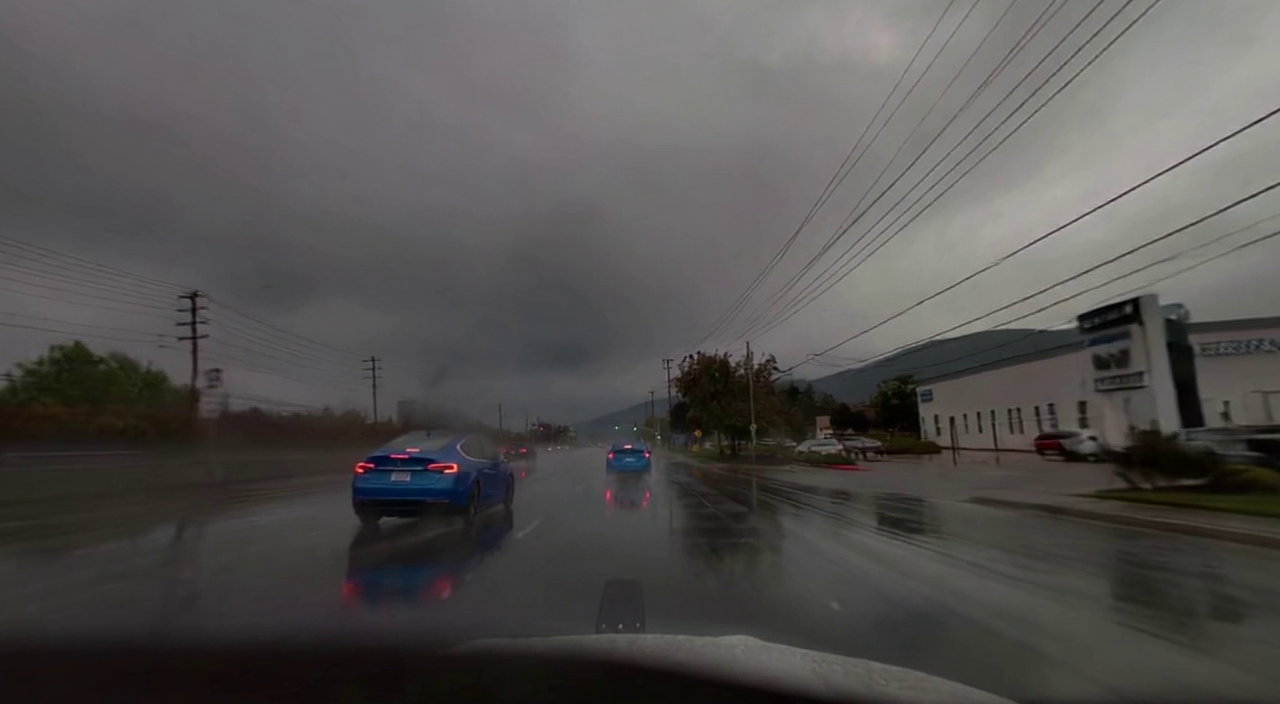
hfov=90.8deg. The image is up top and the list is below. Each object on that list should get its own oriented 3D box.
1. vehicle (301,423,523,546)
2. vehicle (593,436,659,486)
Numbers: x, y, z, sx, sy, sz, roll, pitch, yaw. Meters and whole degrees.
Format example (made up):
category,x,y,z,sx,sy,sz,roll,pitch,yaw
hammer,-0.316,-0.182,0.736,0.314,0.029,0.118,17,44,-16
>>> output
category,x,y,z,sx,sy,sz,roll,pitch,yaw
vehicle,-3.464,2.114,10.833,1.985,1.607,4.892,0,-8,0
vehicle,-0.482,3.944,23.166,2.189,1.652,4.135,0,-9,-1
